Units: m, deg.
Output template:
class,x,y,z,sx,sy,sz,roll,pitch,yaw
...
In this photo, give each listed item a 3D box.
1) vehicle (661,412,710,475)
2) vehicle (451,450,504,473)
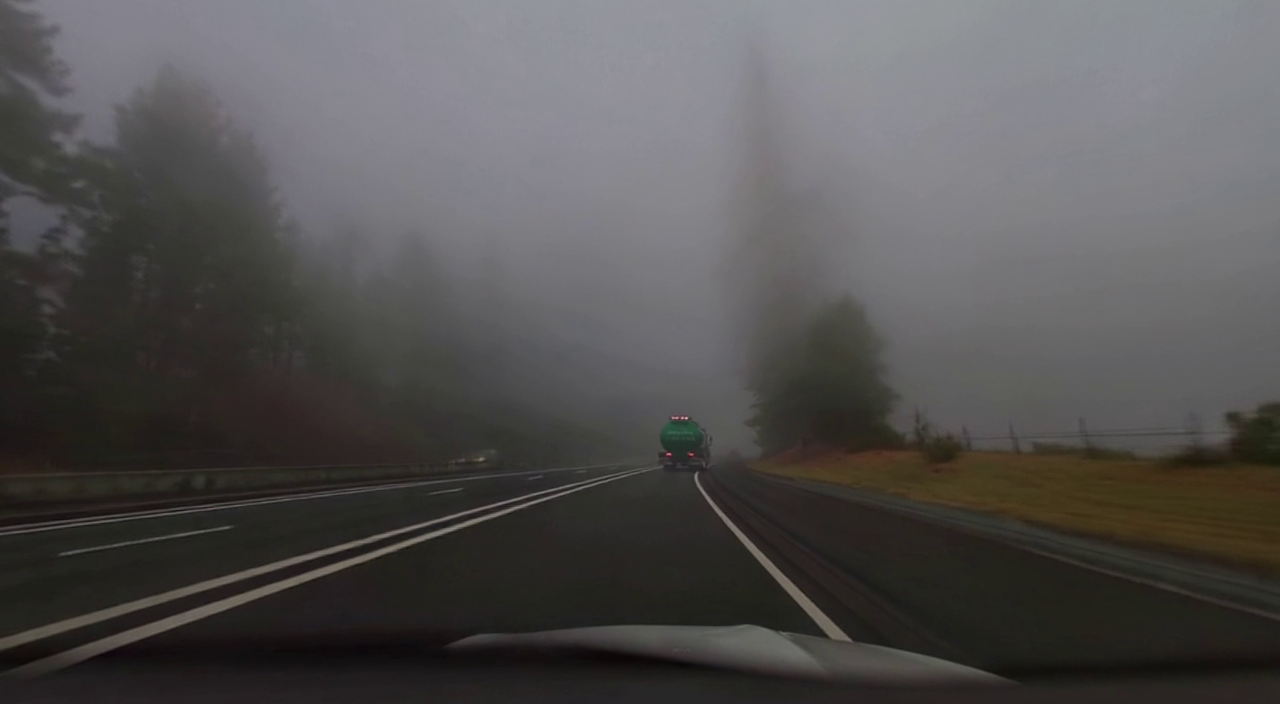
class,x,y,z,sx,sy,sz,roll,pitch,yaw
vehicle,3.403,6.433,44.351,2.907,3.747,13.318,0,-8,6
vehicle,-11.299,7.625,44.236,2.035,1.503,4.579,-1,-8,8
